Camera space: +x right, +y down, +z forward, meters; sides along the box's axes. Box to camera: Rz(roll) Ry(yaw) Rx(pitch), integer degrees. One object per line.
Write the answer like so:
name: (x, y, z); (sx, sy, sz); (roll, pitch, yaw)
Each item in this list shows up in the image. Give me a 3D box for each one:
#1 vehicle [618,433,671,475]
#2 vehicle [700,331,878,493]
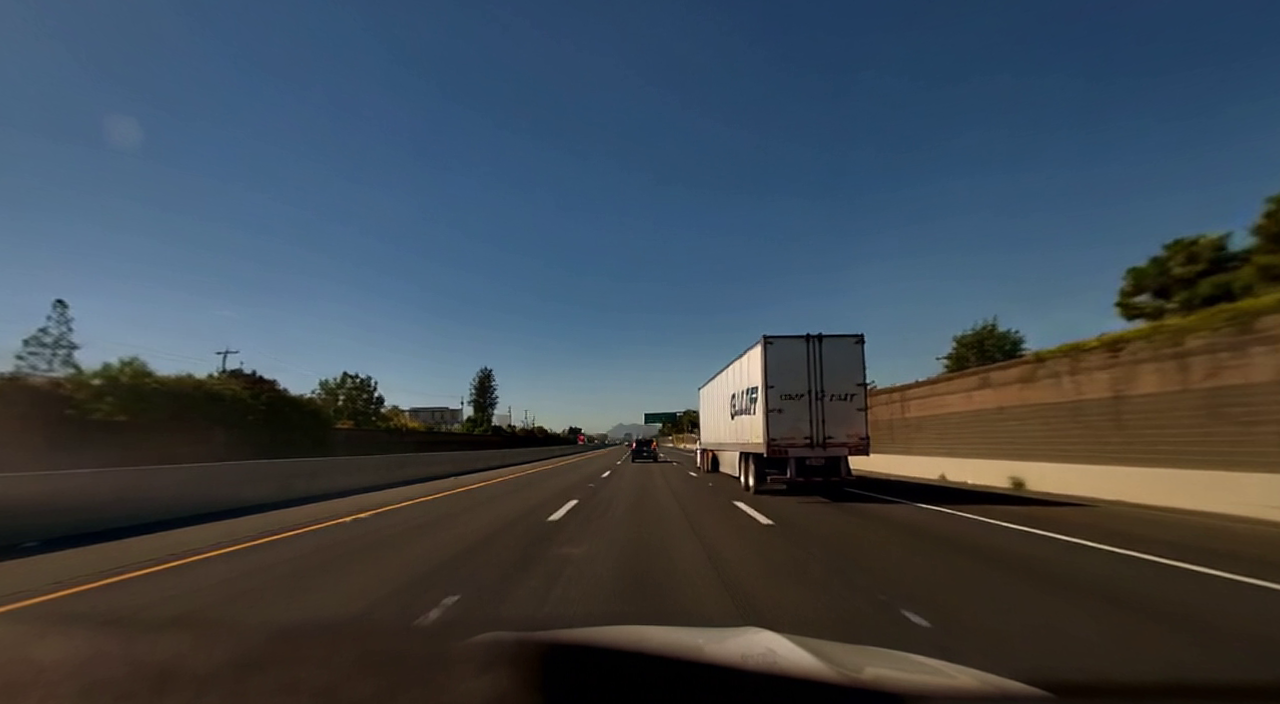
vehicle: (0.203, 4.335, 26.975); (2.111, 1.635, 4.177); (0, -8, 1)
vehicle: (4.497, 2.568, 23.609); (2.936, 4.125, 15.204); (0, -8, 0)
